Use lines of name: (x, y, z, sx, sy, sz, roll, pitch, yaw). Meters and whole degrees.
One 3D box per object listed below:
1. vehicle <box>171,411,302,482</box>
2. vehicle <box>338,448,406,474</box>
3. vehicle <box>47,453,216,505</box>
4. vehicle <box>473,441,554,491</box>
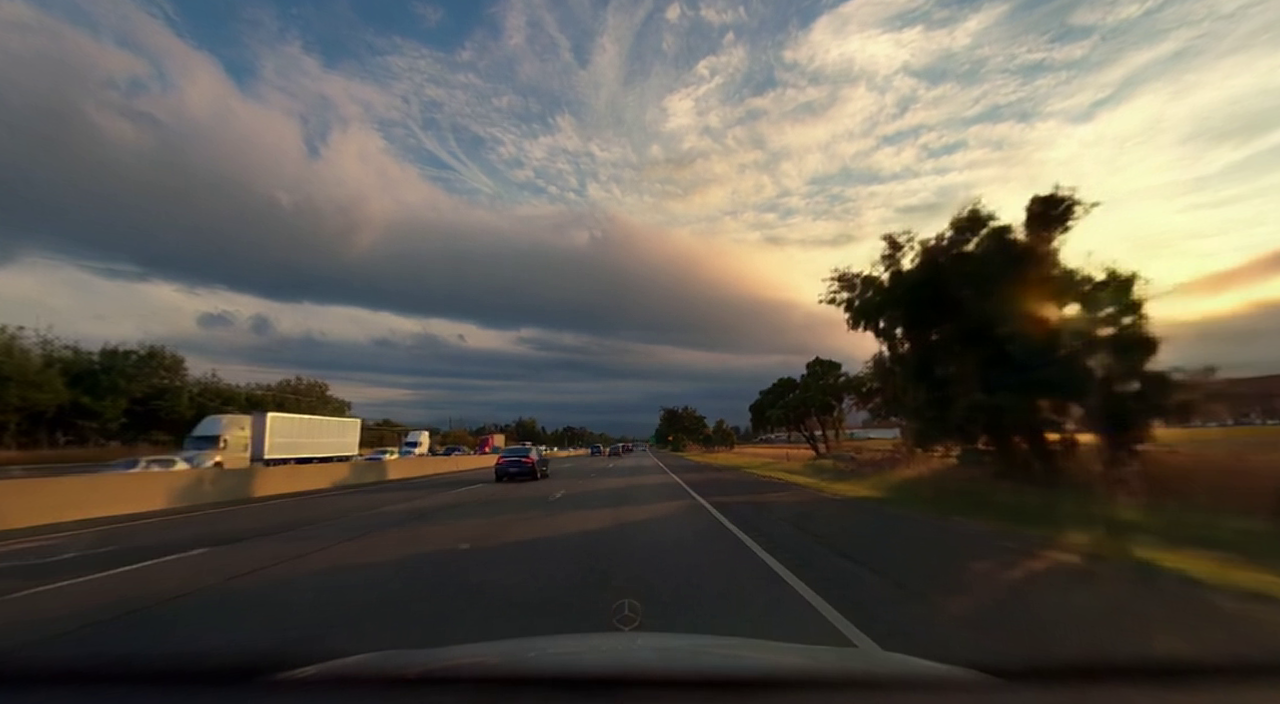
vehicle: (-23.510, 5.587, 37.302, 3.382, 3.837, 6.276, 0, -9, 0)
vehicle: (-16.054, 6.532, 38.029, 2.078, 1.493, 4.427, 0, -9, 1)
vehicle: (-15.719, 3.902, 19.862, 1.828, 1.403, 4.196, 0, -9, 0)
vehicle: (-4.236, 3.894, 21.811, 1.954, 1.541, 4.079, 0, -9, 0)
